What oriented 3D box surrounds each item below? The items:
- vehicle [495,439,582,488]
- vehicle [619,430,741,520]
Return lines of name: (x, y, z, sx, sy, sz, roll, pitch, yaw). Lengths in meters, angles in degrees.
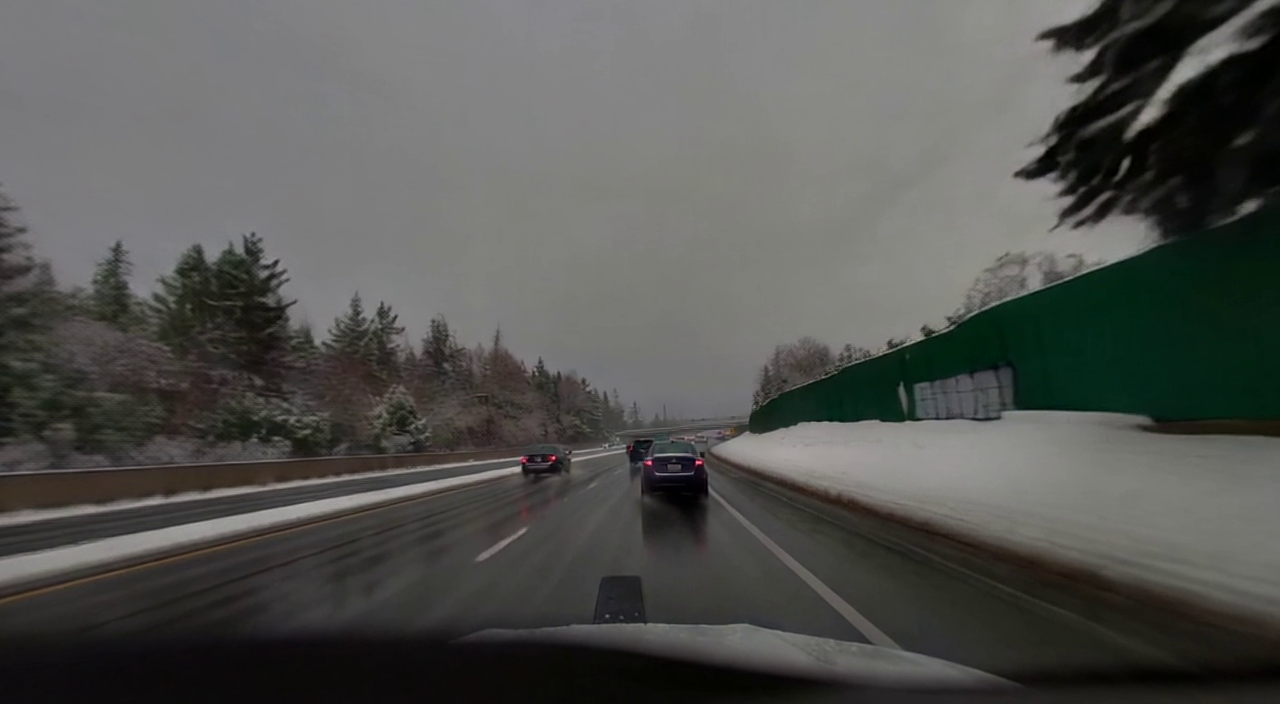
vehicle: (-3.264, 3.667, 21.117, 2.059, 1.471, 4.152, 0, -8, 3)
vehicle: (0.734, 2.394, 12.765, 2.077, 1.533, 3.854, 0, -8, 2)
